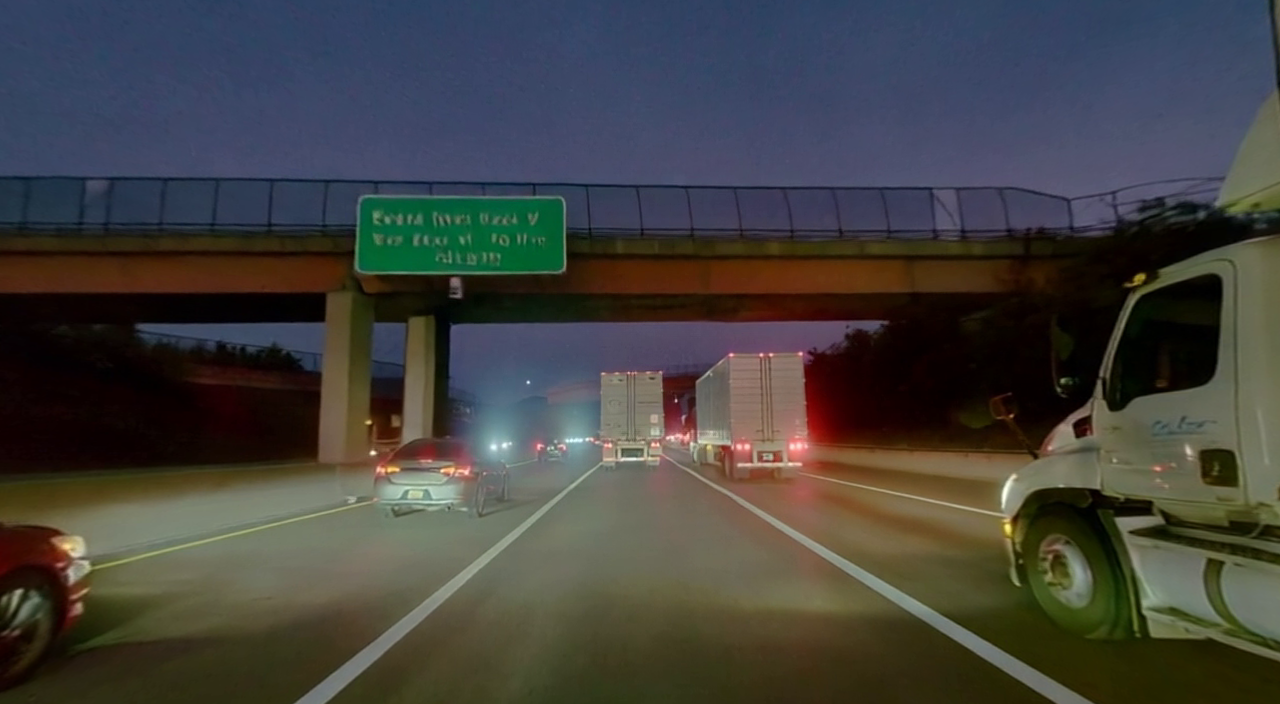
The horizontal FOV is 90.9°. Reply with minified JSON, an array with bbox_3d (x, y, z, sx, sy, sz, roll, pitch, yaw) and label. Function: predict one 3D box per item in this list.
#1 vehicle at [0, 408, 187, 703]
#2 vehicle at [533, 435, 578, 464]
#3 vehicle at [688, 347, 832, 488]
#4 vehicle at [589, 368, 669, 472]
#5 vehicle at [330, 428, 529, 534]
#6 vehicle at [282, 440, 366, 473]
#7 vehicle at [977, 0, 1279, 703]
[{"bbox_3d":[-4.009,0.861,1.953,1.923,1.464,4.449,0,-8,0],"label":"vehicle"},{"bbox_3d":[-4.601,5.354,34.816,2.049,1.483,3.786,0,-8,-1],"label":"vehicle"},{"bbox_3d":[3.733,2.563,23.182,2.817,3.886,11.491,0,-8,-1],"label":"vehicle"},{"bbox_3d":[-0.417,3.376,30.091,3.090,4.065,10.702,0,-8,0],"label":"vehicle"},{"bbox_3d":[-3.348,2.114,11.141,1.894,1.460,4.662,0,-8,0],"label":"vehicle"},{"bbox_3d":[-15.276,5.043,30.749,1.848,1.472,4.398,0,-8,-1],"label":"vehicle"},{"bbox_3d":[3.972,-0.415,1.296,3.074,3.896,5.910,0,-8,-1],"label":"vehicle"}]
